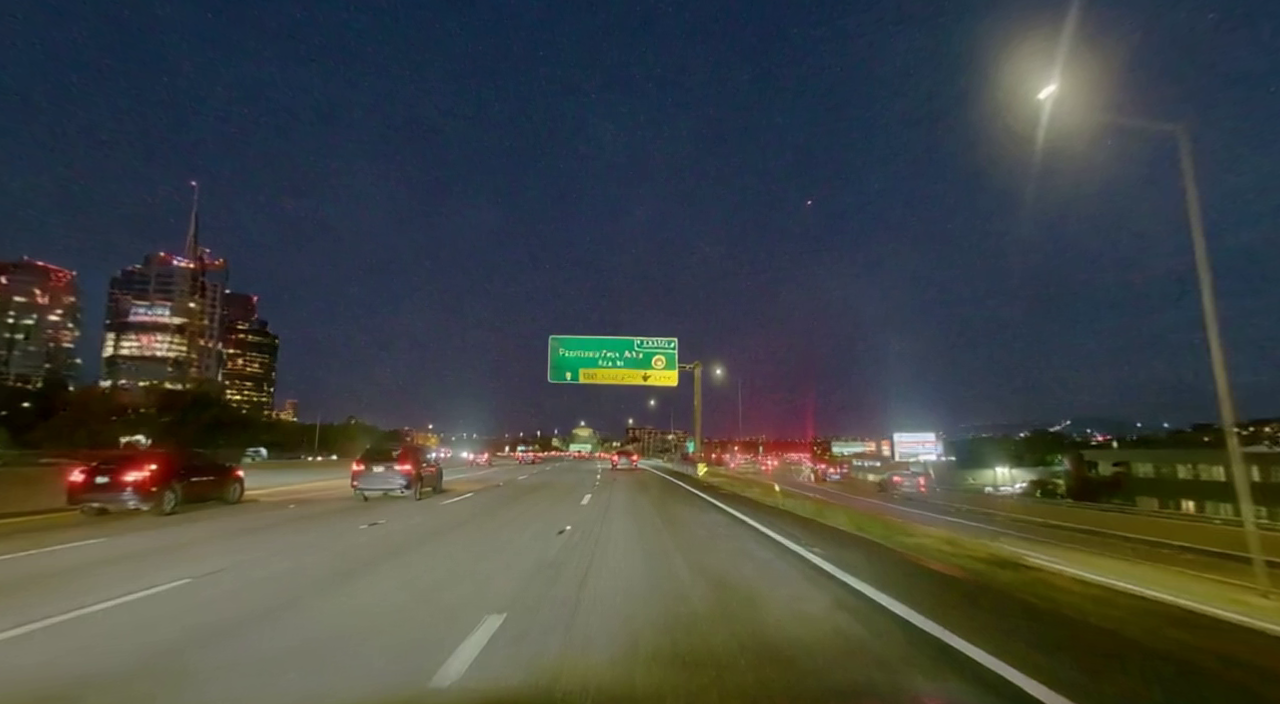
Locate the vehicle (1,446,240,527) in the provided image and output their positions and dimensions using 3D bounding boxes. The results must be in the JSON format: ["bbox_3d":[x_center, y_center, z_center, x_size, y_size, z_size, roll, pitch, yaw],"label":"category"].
[{"bbox_3d":[-11.066,2.832,13.874,1.936,1.501,3.900,0,-9,-1],"label":"vehicle"}]

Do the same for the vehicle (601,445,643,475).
[{"bbox_3d":[-1.014,5.836,34.352,2.110,1.501,4.319,0,-9,-2],"label":"vehicle"}]

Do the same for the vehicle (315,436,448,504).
[{"bbox_3d":[-7.299,3.351,18.347,2.065,1.689,4.399,0,-9,-1],"label":"vehicle"}]

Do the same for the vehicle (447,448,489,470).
[{"bbox_3d":[-11.999,7.487,44.185,1.861,1.466,4.233,0,-9,-3],"label":"vehicle"}]
